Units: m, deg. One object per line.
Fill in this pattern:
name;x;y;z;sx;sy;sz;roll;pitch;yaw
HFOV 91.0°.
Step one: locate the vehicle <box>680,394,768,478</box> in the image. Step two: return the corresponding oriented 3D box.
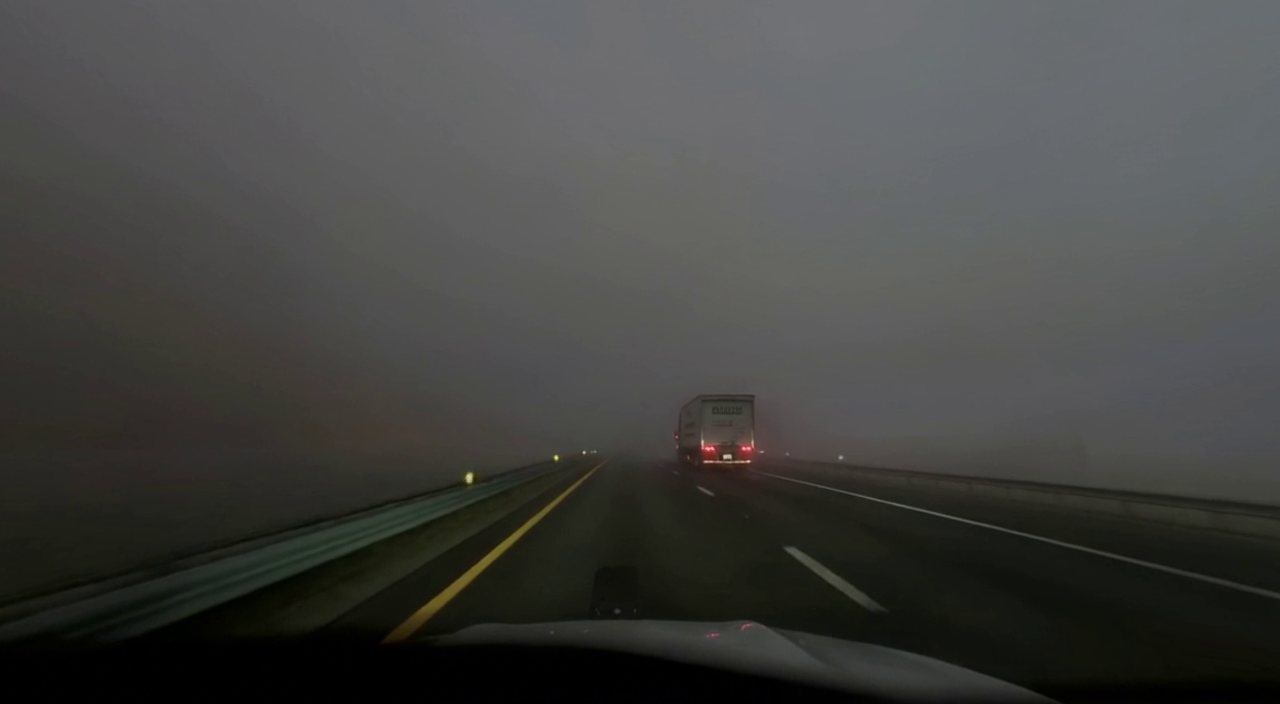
vehicle;3.482;3.744;28.018;2.702;3.193;7.196;0;-8;-1
